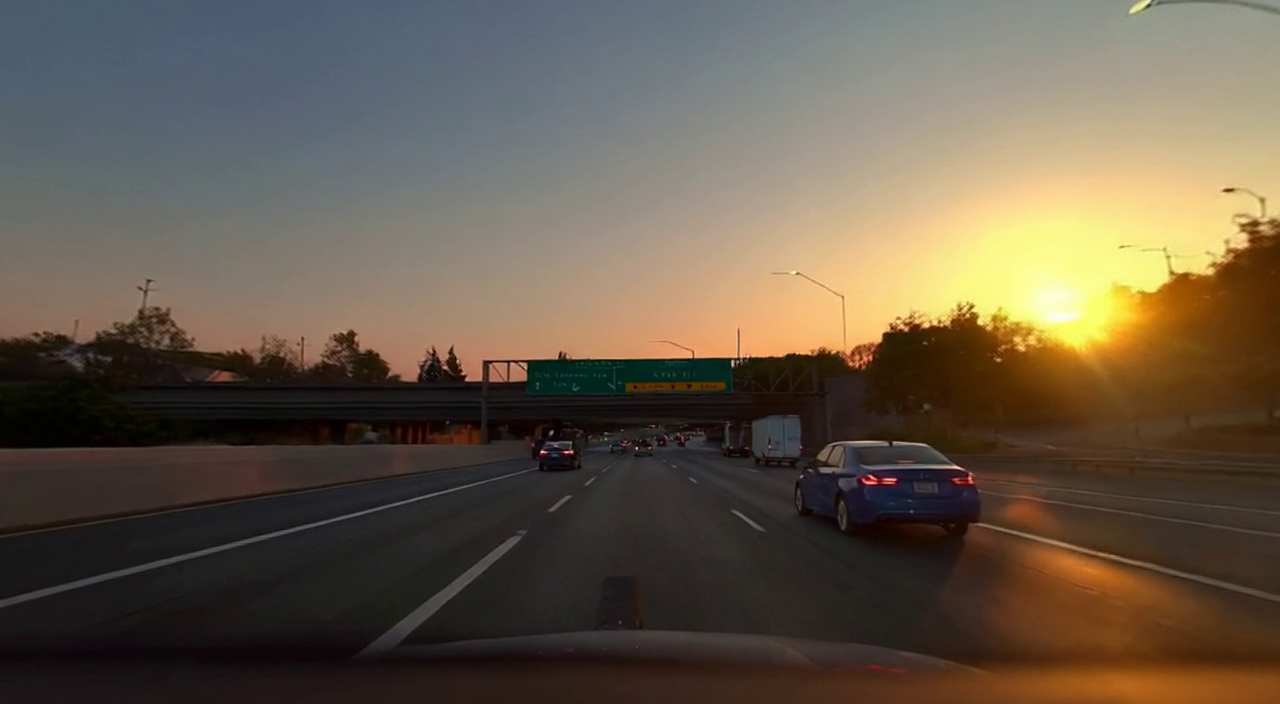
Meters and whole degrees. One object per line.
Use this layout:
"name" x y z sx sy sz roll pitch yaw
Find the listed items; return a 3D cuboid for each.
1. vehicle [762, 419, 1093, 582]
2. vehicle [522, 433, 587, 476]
"vehicle" 3.248 1.796 8.593 2.107 1.550 4.949 0 -8 -1
"vehicle" -3.704 4.542 28.199 2.193 1.746 4.512 0 -8 1
